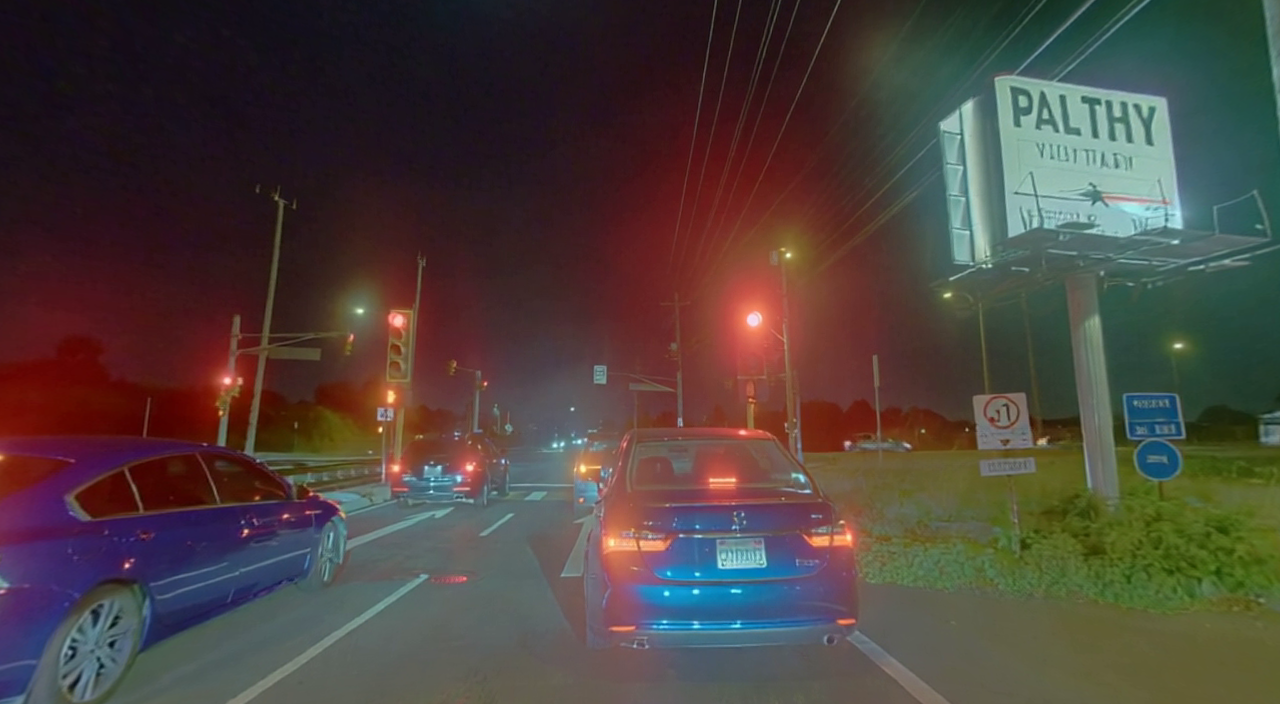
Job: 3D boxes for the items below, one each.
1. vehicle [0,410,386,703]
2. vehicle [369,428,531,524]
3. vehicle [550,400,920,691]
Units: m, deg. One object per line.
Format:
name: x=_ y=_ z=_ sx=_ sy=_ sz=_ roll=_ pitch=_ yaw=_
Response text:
vehicle: x=-3.709 y=1.252 z=4.444 sx=1.956 sy=1.468 sz=4.585 roll=0 pitch=-9 yaw=0
vehicle: x=-3.356 y=2.267 z=12.072 sx=1.984 sy=1.505 sz=4.047 roll=0 pitch=-9 yaw=-2
vehicle: x=0.404 y=1.327 z=5.441 sx=1.998 sy=1.529 sz=3.960 roll=1 pitch=-9 yaw=-3
